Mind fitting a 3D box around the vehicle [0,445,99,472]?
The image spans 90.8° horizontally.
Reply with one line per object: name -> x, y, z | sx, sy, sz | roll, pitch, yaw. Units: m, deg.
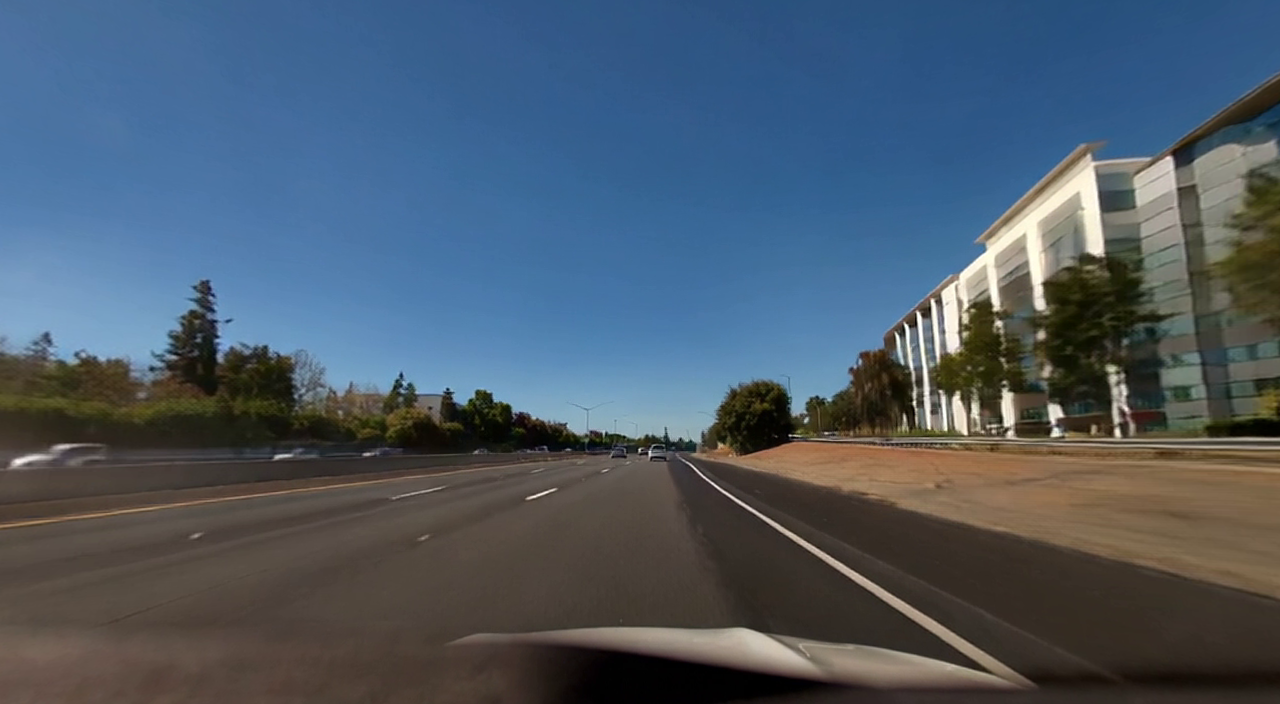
vehicle -> -34.997, 6.258, 37.326 | 1.827, 1.461, 4.484 | -1, -8, 6
